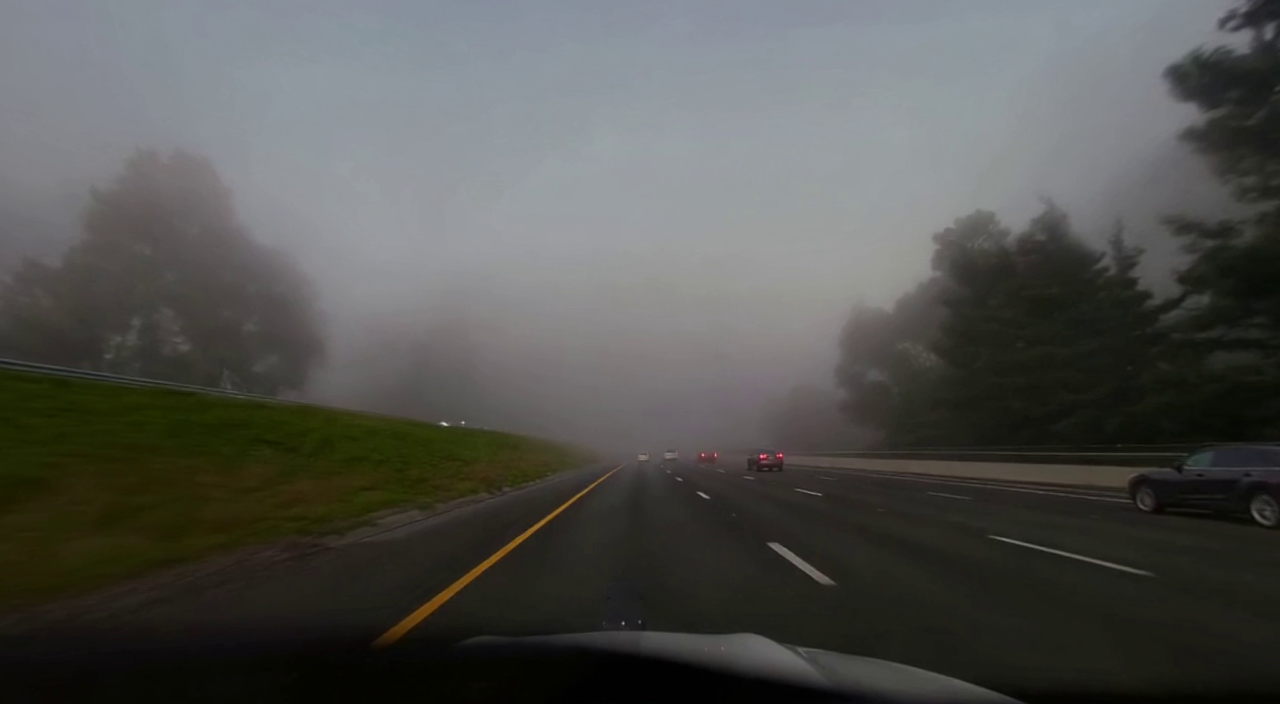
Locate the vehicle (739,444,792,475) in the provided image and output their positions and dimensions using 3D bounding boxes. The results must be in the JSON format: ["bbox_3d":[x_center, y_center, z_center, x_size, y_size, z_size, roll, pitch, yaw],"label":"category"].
[{"bbox_3d":[7.172,6.200,36.493,2.048,1.697,4.689,0,-8,-1],"label":"vehicle"}]

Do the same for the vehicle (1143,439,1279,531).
[{"bbox_3d":[11.438,2.200,10.495,2.093,1.477,4.804,0,-8,0],"label":"vehicle"}]
